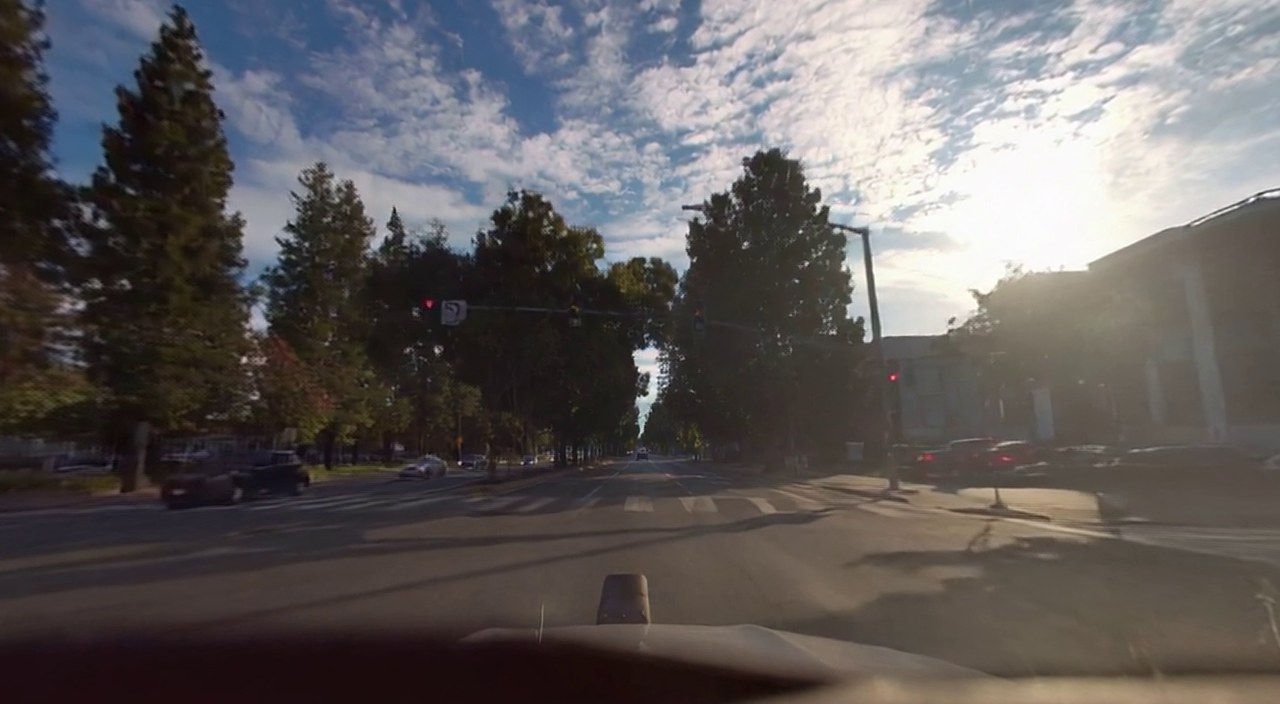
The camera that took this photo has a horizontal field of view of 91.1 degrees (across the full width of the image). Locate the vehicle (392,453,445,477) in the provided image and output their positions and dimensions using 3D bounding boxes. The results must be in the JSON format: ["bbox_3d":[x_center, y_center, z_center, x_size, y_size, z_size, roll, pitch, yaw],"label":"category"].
[{"bbox_3d":[-14.968,7.657,42.694,1.920,1.499,4.378,0,-9,1],"label":"vehicle"}]

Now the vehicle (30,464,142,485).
[{"bbox_3d":[-30.624,6.763,34.754,4.611,1.021,1.473,1,-8,-4],"label":"vehicle"}]

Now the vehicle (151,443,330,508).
[{"bbox_3d":[-11.631,3.586,18.819,2.069,1.673,4.853,0,-9,1],"label":"vehicle"}]
